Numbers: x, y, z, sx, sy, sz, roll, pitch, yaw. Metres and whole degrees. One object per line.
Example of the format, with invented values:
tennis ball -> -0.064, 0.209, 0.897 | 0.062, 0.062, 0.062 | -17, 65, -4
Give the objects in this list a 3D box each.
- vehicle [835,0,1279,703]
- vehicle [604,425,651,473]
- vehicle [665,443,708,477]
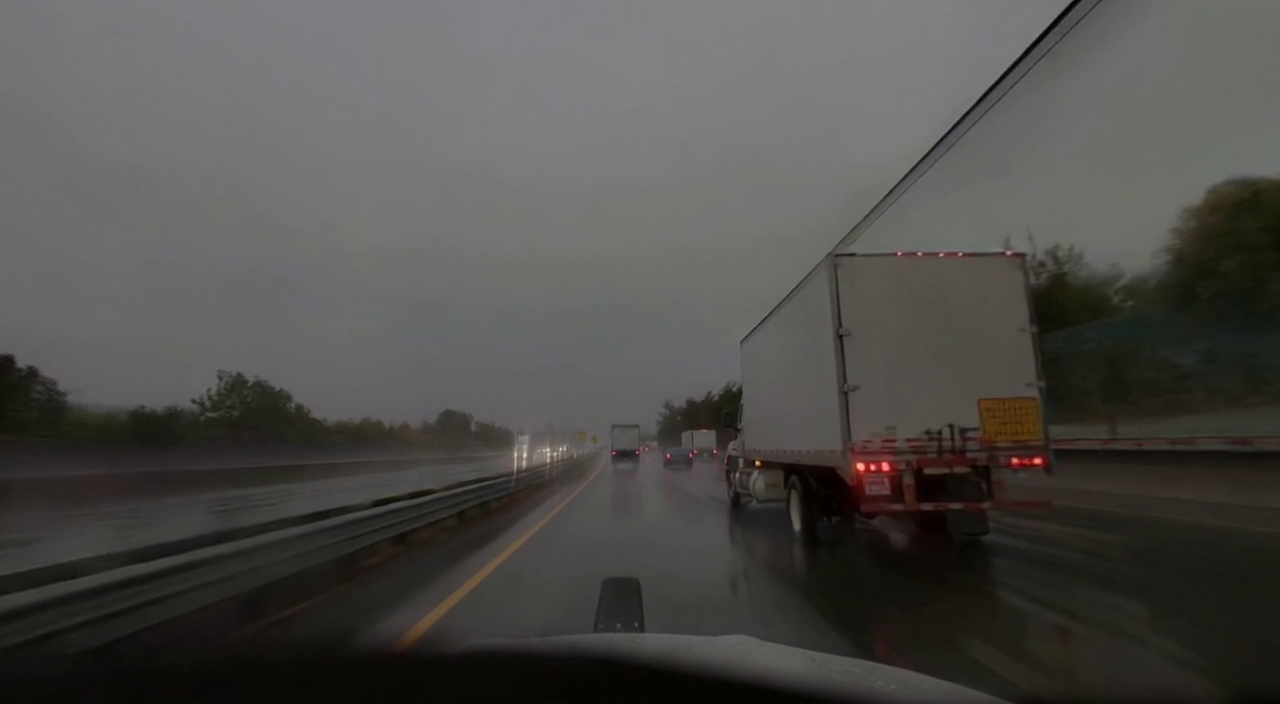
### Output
vehicle -> 3.912, -0.085, 3.446 | 2.816, 4.086, 8.486 | 0, -9, 0
vehicle -> -0.686, 6.101, 39.473 | 2.506, 2.743, 6.093 | -1, -9, 3
vehicle -> 2.474, 5.742, 33.450 | 2.127, 1.642, 3.899 | -1, -9, 3
